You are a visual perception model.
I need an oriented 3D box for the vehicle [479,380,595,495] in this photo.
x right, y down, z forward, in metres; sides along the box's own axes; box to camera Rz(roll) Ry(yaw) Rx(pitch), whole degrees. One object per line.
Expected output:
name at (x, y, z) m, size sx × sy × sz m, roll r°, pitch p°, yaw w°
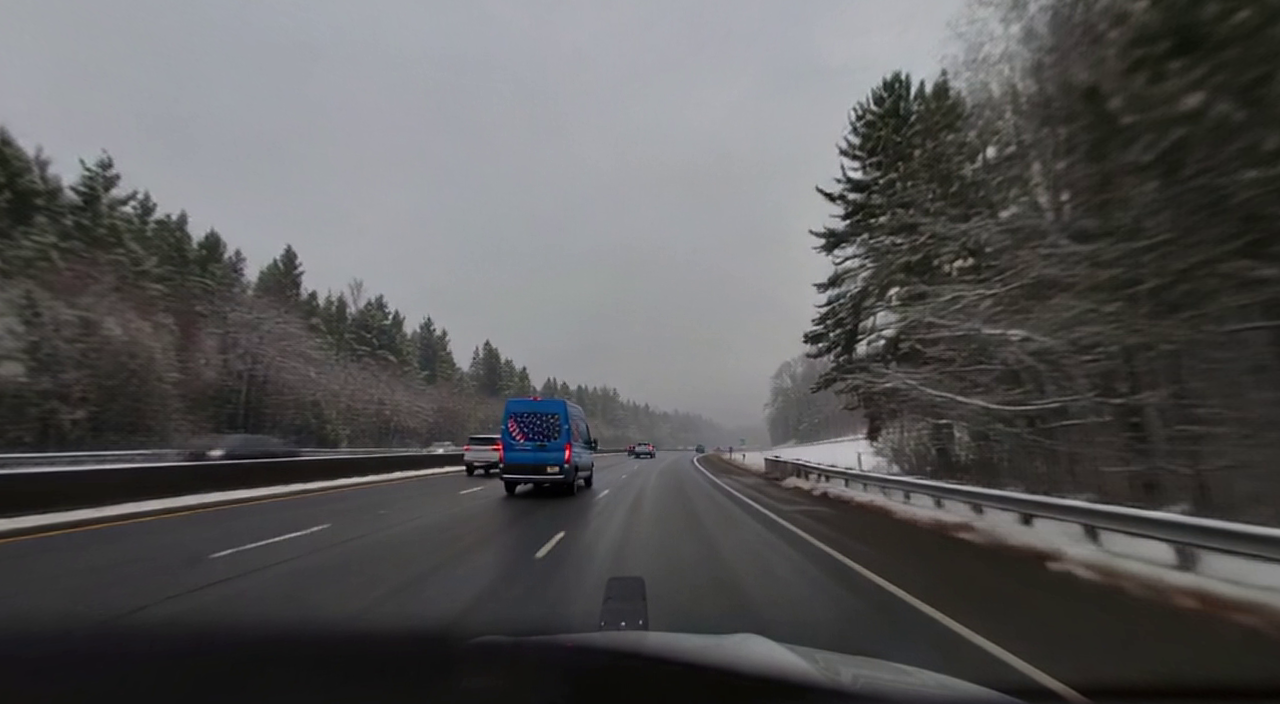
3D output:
vehicle at (-2.819, 2.572, 18.860) m, size 2.319 × 2.883 × 5.632 m, roll 0°, pitch -8°, yaw 2°

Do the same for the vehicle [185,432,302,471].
vehicle at (-20.016, 5.067, 32.232) m, size 2.319 × 1.830 × 5.373 m, roll -1°, pitch -9°, yaw 3°
